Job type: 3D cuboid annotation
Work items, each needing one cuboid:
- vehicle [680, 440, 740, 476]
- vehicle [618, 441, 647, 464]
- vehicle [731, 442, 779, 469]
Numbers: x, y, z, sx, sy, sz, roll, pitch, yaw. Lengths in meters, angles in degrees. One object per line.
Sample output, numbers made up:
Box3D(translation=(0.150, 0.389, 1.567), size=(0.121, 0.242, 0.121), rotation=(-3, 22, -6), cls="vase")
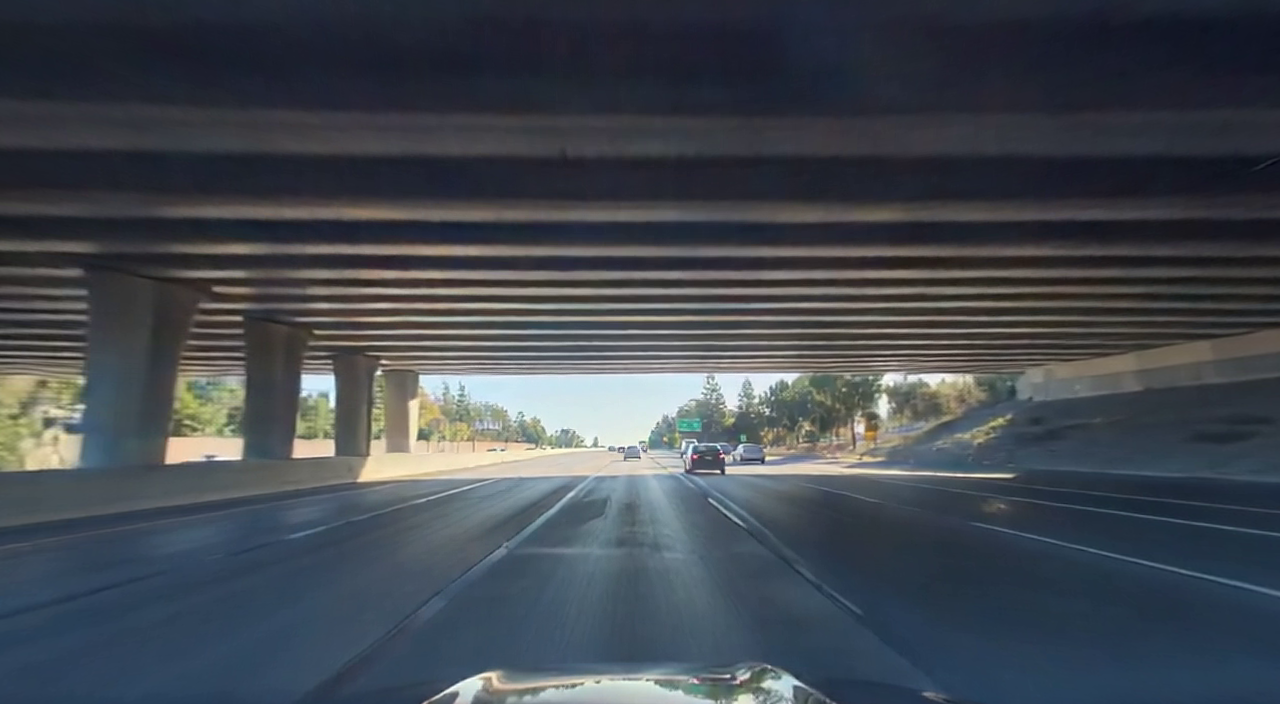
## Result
Box3D(translation=(3.076, 4.812, 28.901), size=(2.076, 1.472, 4.562), rotation=(0, -9, -2), cls="vehicle")
Box3D(translation=(-0.580, 7.437, 46.903), size=(2.029, 1.595, 4.207), rotation=(0, -9, -1), cls="vehicle")
Box3D(translation=(6.941, 6.287, 38.614), size=(1.946, 1.497, 4.467), rotation=(0, -9, -2), cls="vehicle")
